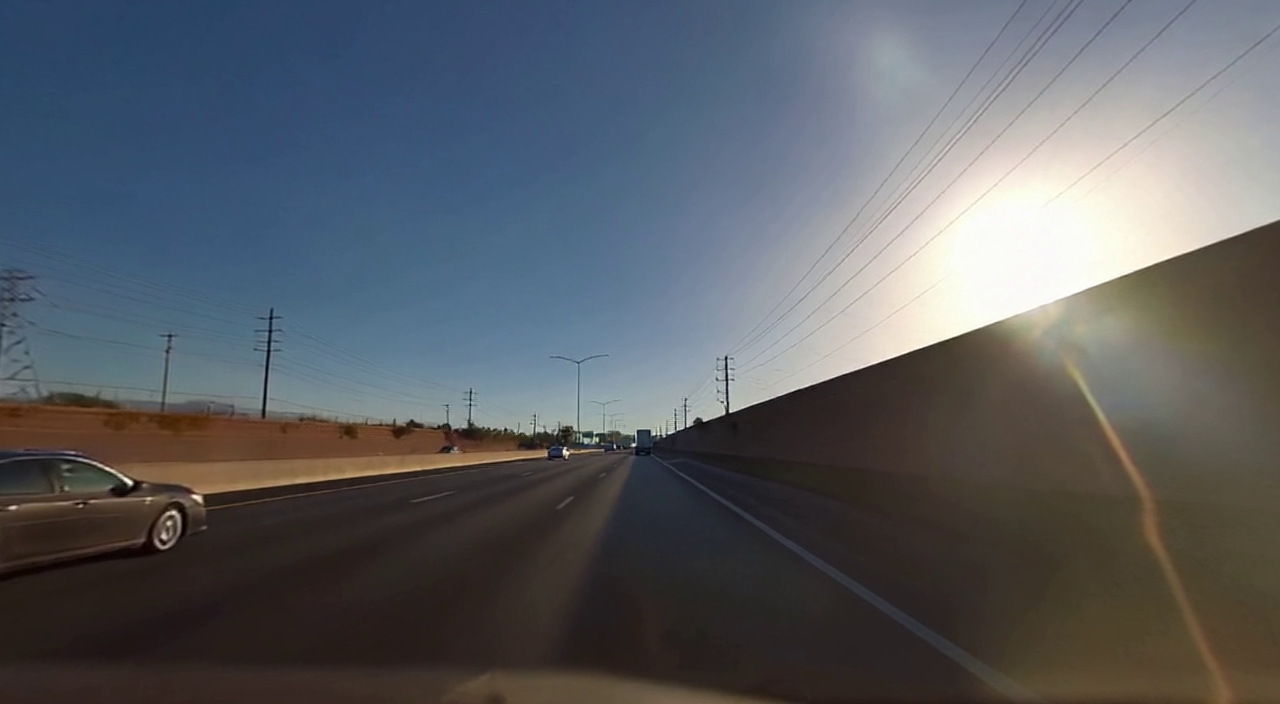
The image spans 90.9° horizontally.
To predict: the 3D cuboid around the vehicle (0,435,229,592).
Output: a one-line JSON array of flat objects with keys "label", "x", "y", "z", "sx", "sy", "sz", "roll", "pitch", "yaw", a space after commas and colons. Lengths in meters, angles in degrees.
[{"label": "vehicle", "x": -7.139, "y": 1.684, "z": 6.931, "sx": 1.971, "sy": 1.490, "sz": 4.790, "roll": 0, "pitch": -8, "yaw": 0}]
